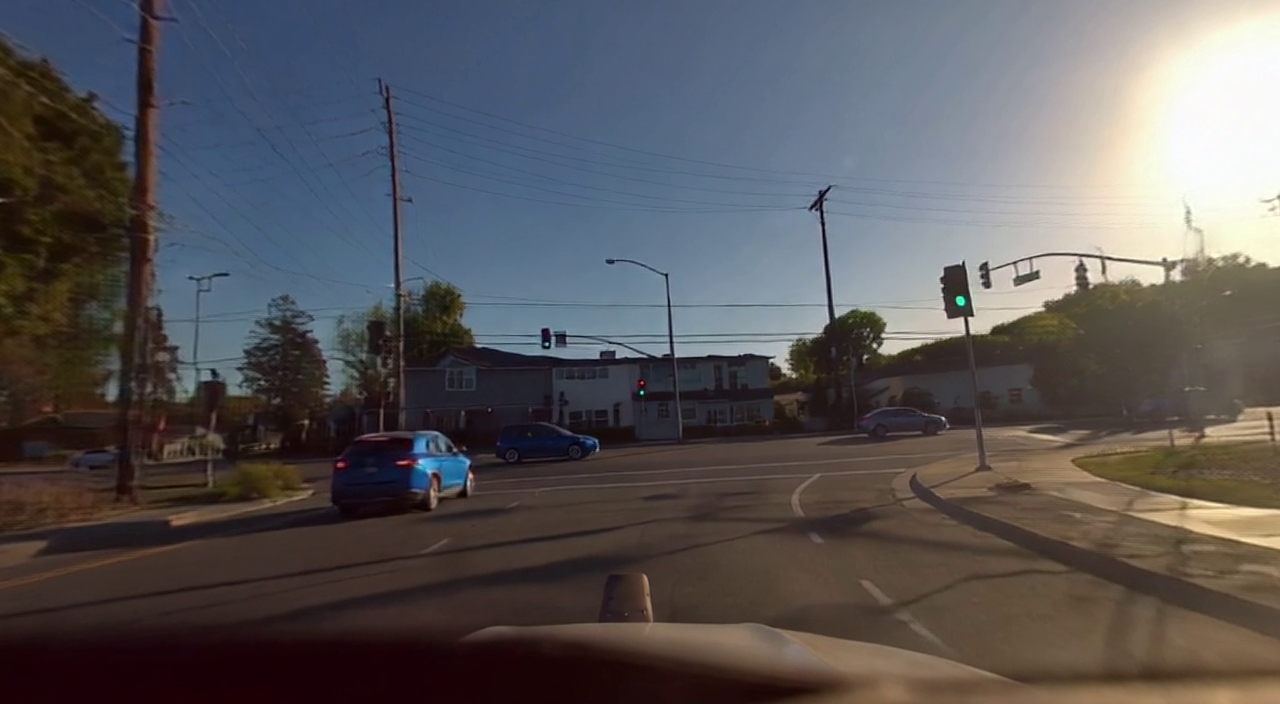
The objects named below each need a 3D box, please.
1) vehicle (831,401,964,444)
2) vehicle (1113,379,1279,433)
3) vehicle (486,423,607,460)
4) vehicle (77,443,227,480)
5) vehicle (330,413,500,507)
[{"bbox_3d":[10.607,2.956,26.248,4.636,1.668,1.935,-1,-8,2],"label":"vehicle"},{"bbox_3d":[22.794,2.262,25.798,4.950,2.022,2.221,0,-8,1],"label":"vehicle"},{"bbox_3d":[-3.859,3.756,26.584,4.757,1.442,1.858,-1,-6,1],"label":"vehicle"},{"bbox_3d":[-20.376,4.575,26.479,4.610,1.476,2.021,0,-8,0],"label":"vehicle"},{"bbox_3d":[-4.724,2.359,14.137,1.928,1.726,4.704,-1,-9,2],"label":"vehicle"}]
